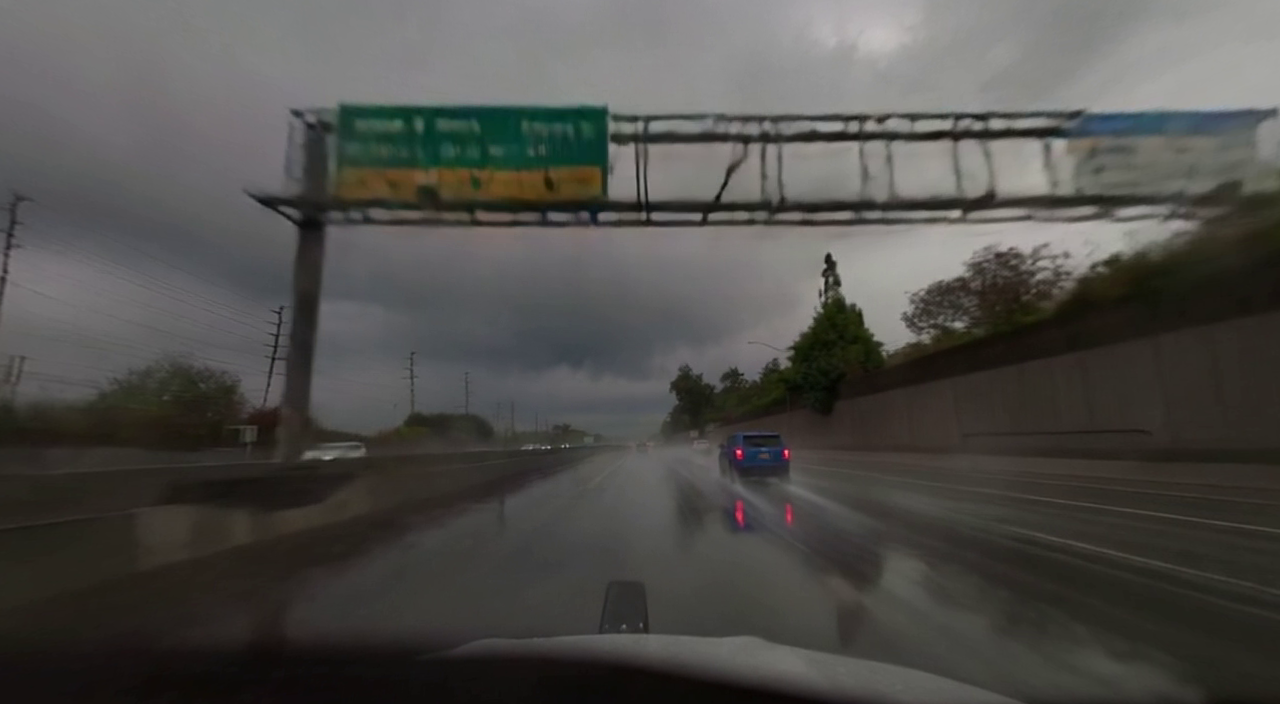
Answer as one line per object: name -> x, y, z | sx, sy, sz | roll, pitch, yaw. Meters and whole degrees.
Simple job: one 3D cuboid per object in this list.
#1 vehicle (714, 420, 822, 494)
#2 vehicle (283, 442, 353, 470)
vehicle -> 3.457, 2.934, 17.982 | 2.120, 1.832, 4.287 | 0, -8, 0
vehicle -> -19.657, 6.345, 38.769 | 2.037, 1.612, 4.332 | 0, -8, 0
